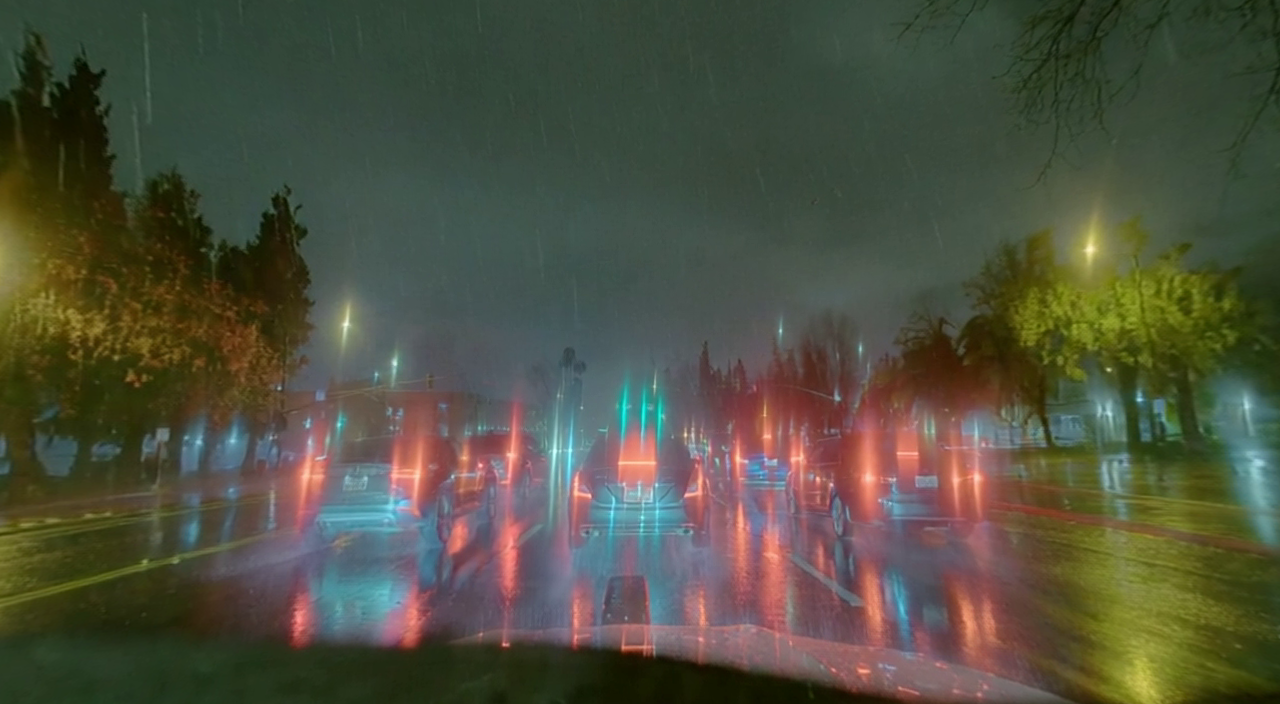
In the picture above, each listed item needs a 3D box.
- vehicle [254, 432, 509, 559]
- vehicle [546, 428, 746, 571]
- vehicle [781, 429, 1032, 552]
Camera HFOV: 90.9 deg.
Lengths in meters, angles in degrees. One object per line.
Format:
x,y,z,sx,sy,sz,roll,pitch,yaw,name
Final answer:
-3.464,1.985,9.469,2.002,1.465,4.098,0,-8,1,vehicle
0.046,1.842,8.660,2.101,1.480,3.929,0,-8,0,vehicle
3.784,2.029,10.028,1.990,1.486,4.431,0,-8,-1,vehicle
